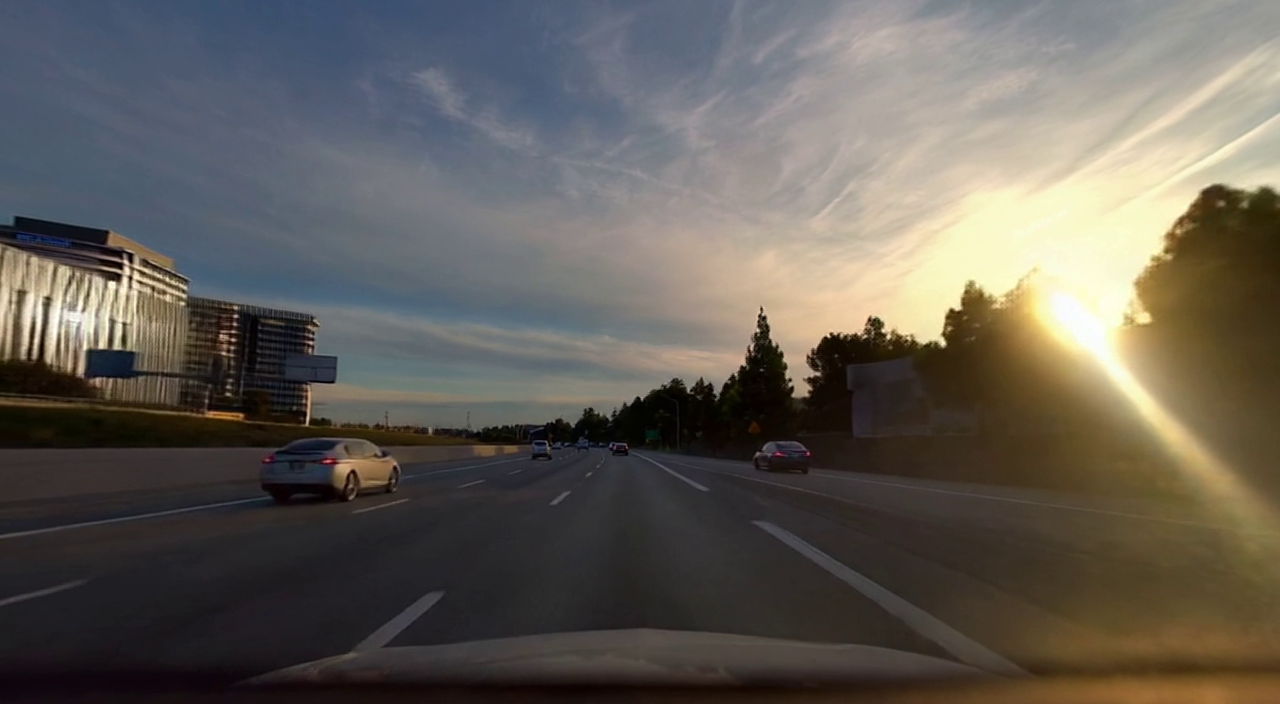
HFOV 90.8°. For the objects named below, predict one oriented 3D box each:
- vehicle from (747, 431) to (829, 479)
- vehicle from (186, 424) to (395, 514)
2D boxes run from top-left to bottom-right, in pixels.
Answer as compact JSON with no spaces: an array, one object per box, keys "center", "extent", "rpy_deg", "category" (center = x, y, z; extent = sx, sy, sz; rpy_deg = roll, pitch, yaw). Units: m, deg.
[{"center":[5.917,4.179,25.851],"extent":[2.023,1.782,4.193],"rpy_deg":[1,-9,-5],"category":"vehicle"},{"center":[-7.598,2.596,14.493],"extent":[2.030,1.672,4.913],"rpy_deg":[0,-9,-1],"category":"vehicle"}]
